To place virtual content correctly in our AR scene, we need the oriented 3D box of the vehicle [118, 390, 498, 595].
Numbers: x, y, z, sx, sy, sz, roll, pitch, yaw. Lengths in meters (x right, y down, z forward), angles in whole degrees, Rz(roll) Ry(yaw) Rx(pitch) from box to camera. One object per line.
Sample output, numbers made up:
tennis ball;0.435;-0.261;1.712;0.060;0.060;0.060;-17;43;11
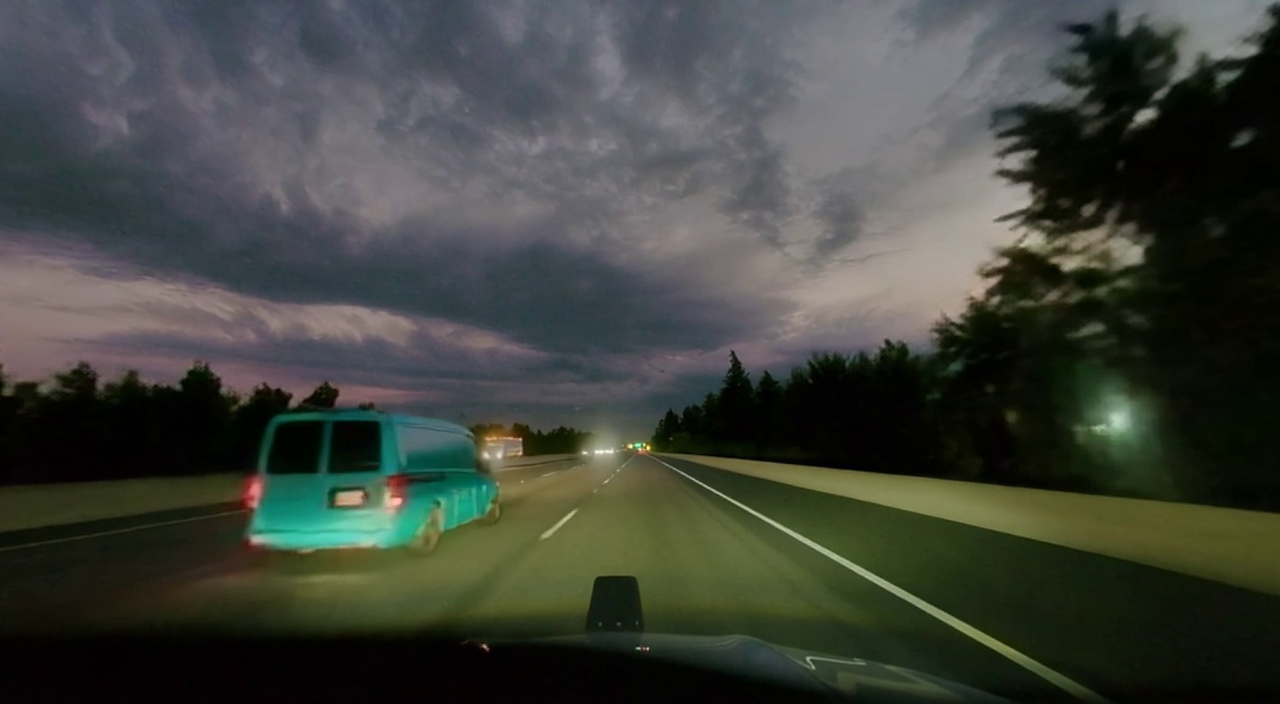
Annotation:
vehicle;-3.824;1.774;8.875;2.349;1.973;5.419;0;-9;0
